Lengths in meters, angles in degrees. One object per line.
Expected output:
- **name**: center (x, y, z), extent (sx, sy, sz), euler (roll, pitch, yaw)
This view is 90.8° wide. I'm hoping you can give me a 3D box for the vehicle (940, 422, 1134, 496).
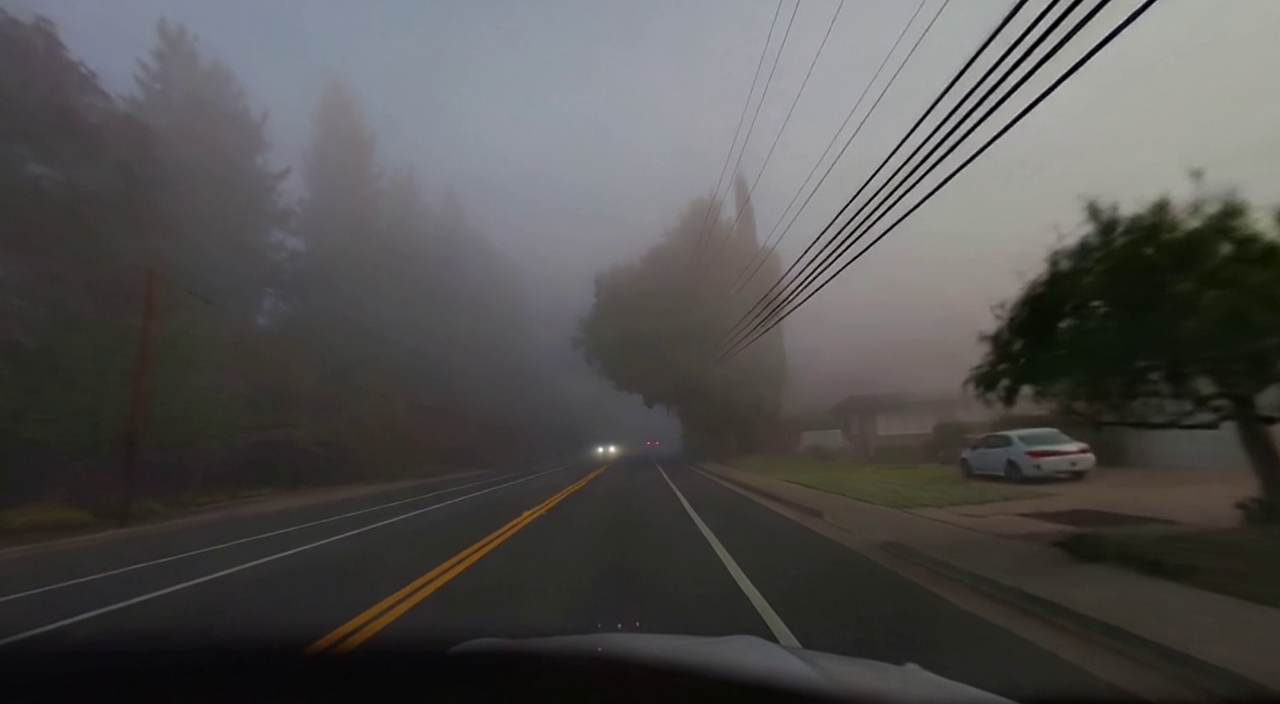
- **vehicle**: center (10.778, 2.952, 17.760), extent (2.194, 1.577, 4.838), euler (-5, -8, 0)
